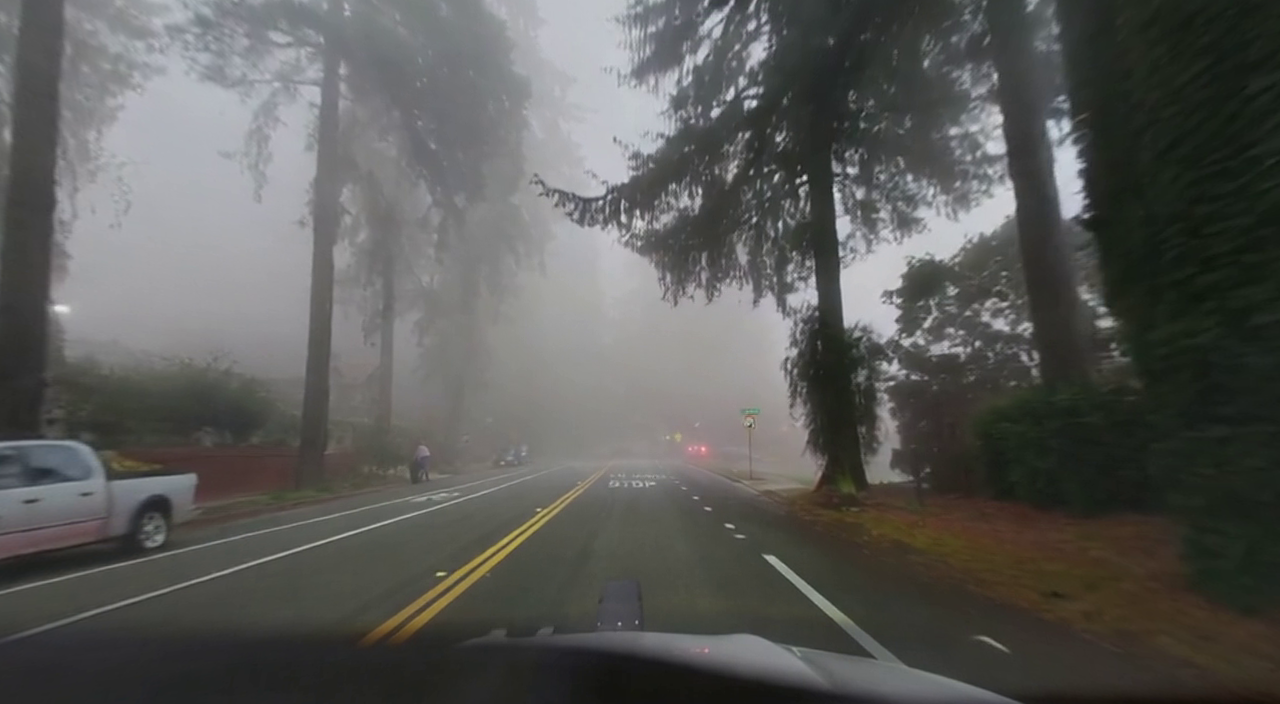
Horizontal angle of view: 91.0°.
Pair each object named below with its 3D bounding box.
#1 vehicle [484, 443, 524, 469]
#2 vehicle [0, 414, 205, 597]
[{"bbox_3d":[-9.392,7.222,43.791,1.998,1.684,4.180,1,-8,-2],"label":"vehicle"},{"bbox_3d":[-7.241,1.607,6.543,2.063,1.756,4.792,-4,-8,0],"label":"vehicle"}]
